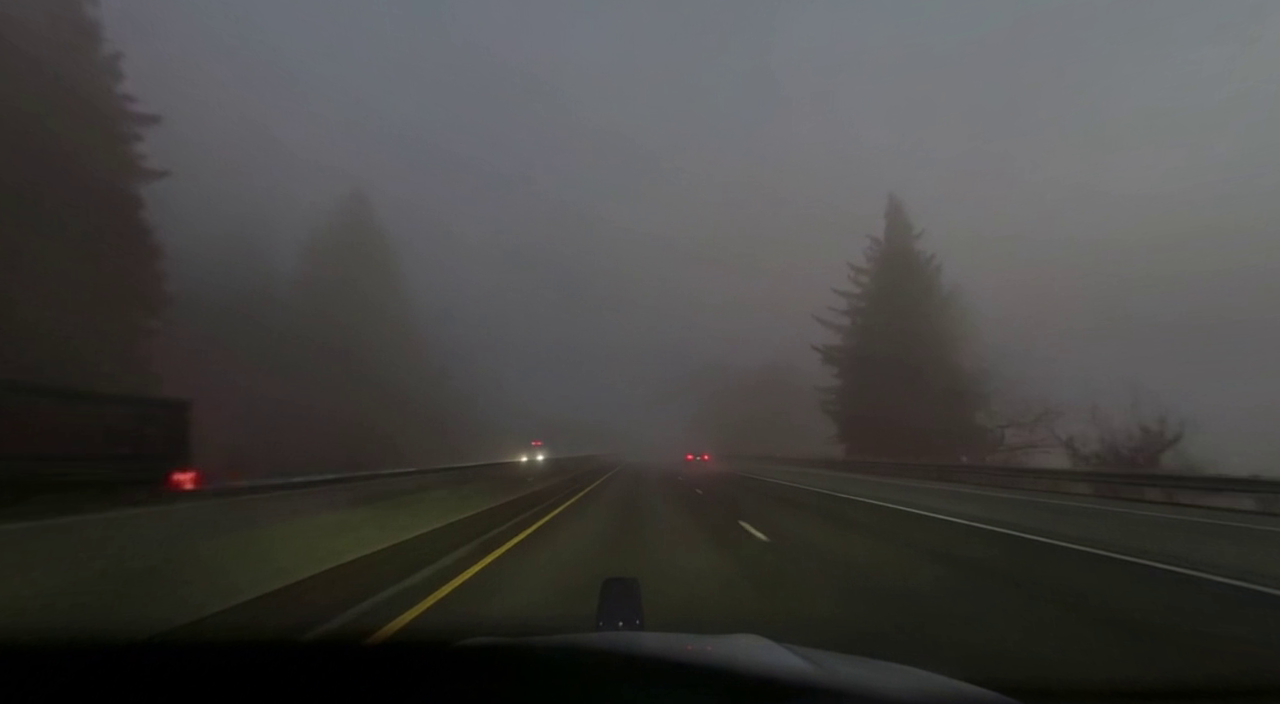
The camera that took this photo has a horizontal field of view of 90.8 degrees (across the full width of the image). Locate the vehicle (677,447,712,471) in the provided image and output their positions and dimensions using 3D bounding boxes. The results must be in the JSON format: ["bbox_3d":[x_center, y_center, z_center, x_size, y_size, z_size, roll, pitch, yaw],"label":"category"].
[{"bbox_3d":[3.697,7.357,43.599,2.013,1.584,3.995,0,-9,-1],"label":"vehicle"}]
